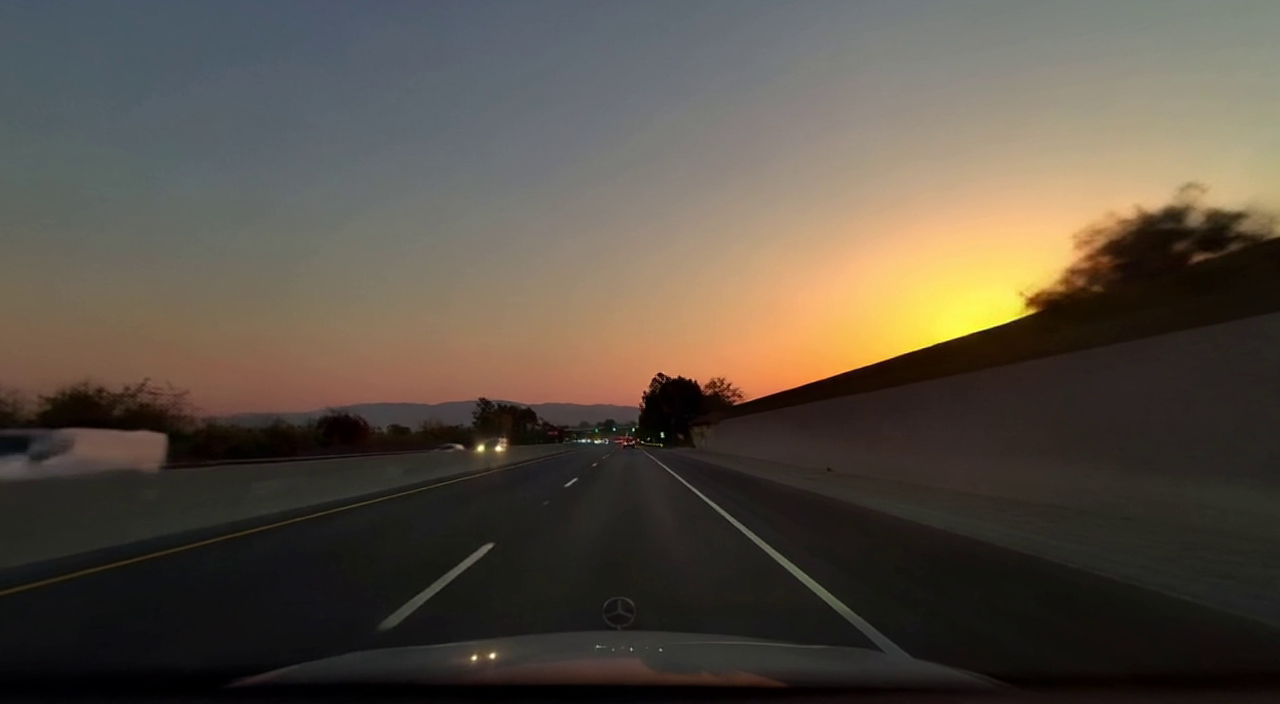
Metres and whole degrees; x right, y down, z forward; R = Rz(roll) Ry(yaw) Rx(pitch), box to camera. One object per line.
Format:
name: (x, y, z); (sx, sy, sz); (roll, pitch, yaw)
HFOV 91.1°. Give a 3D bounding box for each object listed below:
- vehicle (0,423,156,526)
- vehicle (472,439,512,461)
vehicle: (-13.431, 2.525, 13.355); (2.136, 1.968, 5.178); (0, -8, 0)
vehicle: (-10.812, 7.175, 46.298); (1.889, 1.554, 4.163); (0, -8, 1)
